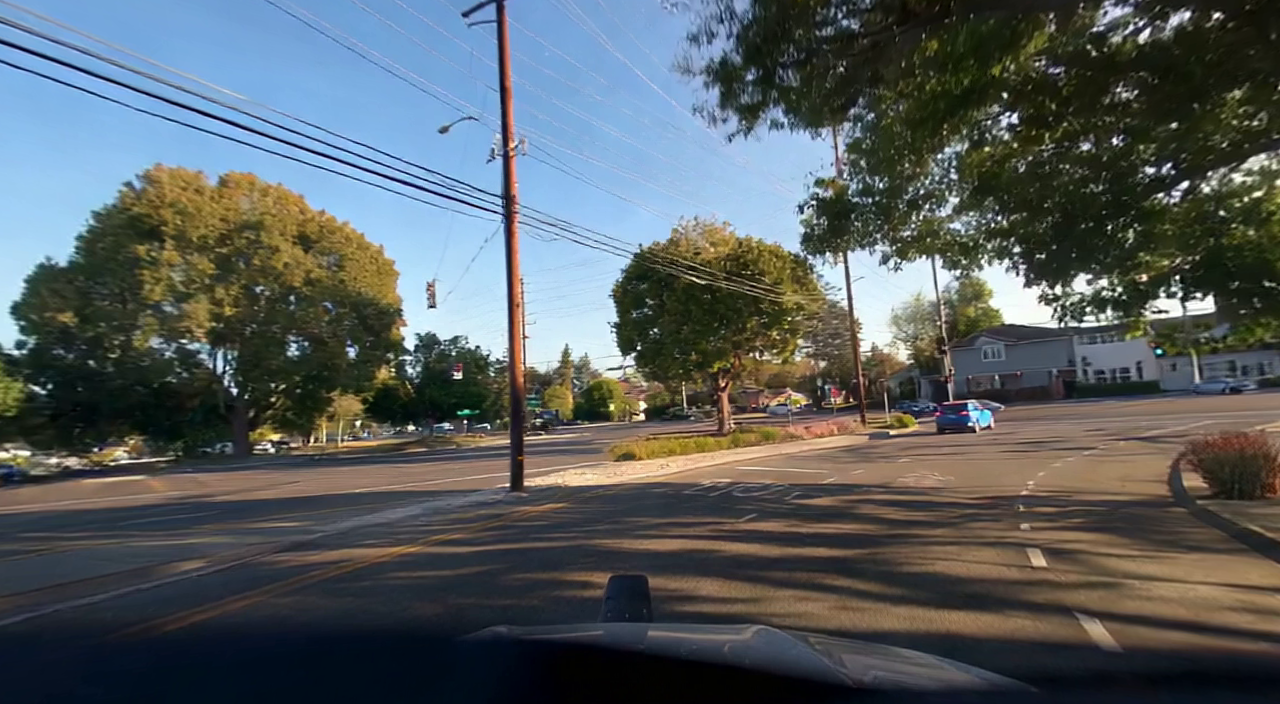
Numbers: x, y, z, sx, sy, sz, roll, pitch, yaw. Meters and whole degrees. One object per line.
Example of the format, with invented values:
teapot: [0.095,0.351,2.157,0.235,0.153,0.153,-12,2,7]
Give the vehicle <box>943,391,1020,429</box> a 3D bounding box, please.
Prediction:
vehicle: [17.934,3.103,33.025,4.704,1.726,1.928,7,-11,-41]
